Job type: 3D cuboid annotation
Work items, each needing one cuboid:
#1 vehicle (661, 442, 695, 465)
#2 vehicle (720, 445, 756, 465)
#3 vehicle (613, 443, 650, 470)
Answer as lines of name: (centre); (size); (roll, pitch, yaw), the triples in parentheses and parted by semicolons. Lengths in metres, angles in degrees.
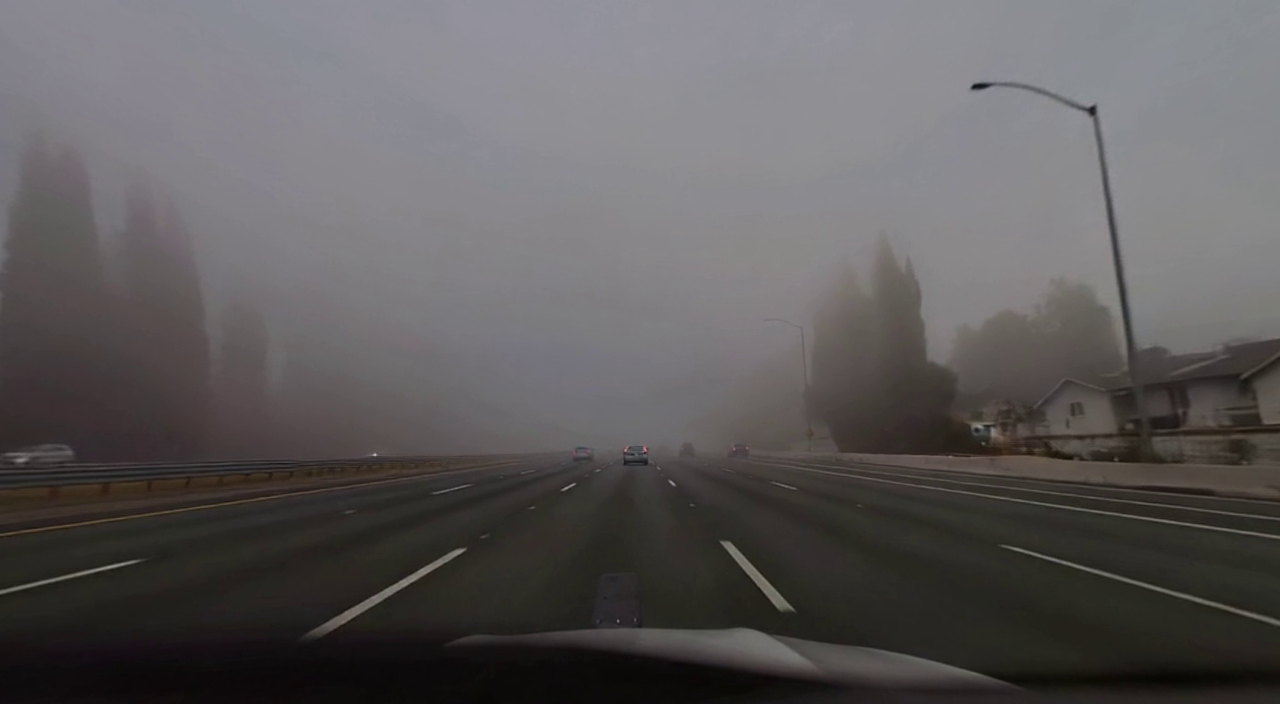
vehicle: (2.749, 7.481, 46.662); (2.084, 1.624, 3.935); (0, -9, -2)
vehicle: (7.452, 7.861, 48.502); (2.009, 1.419, 3.970); (0, -9, -1)
vehicle: (-0.492, 6.339, 38.576); (2.146, 1.485, 4.332); (0, -9, 0)
